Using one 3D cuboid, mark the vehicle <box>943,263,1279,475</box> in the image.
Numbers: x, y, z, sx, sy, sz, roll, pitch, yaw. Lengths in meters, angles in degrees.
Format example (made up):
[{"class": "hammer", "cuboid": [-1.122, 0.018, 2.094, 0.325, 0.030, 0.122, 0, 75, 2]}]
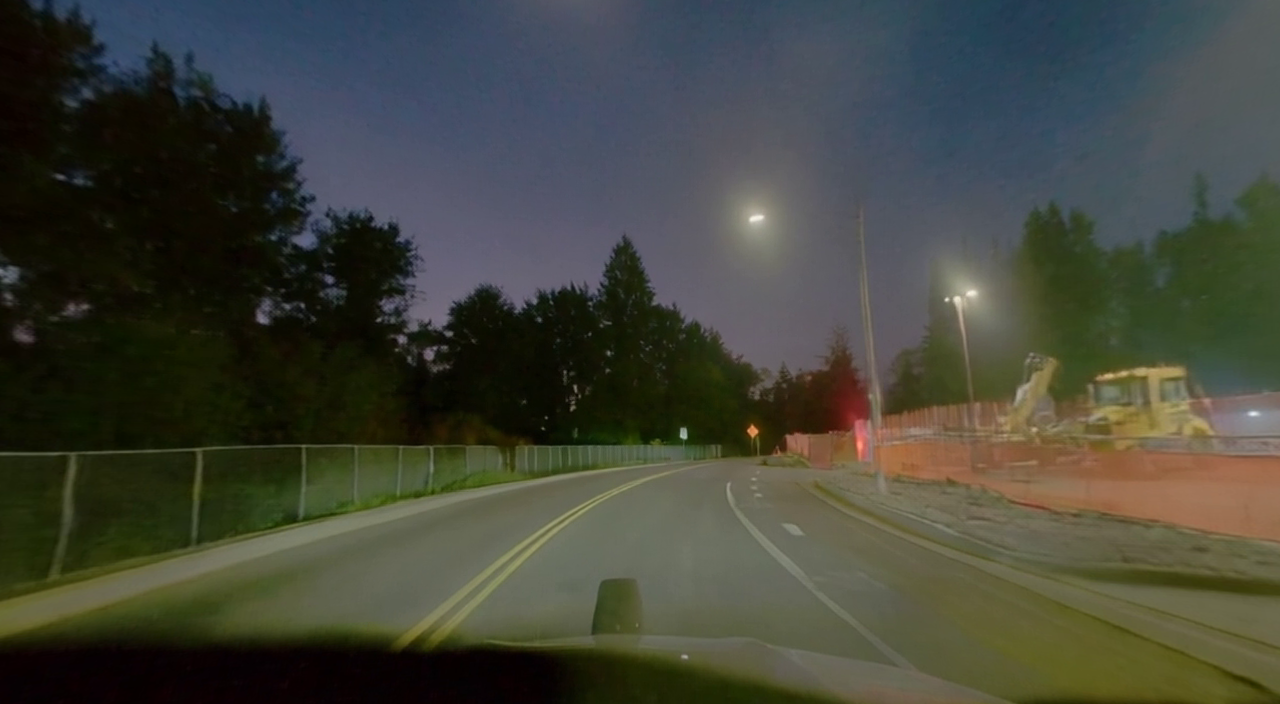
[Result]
[{"class": "vehicle", "cuboid": [11.265, 0.987, 16.073, 2.984, 3.691, 10.409, -1, -8, 7]}]
